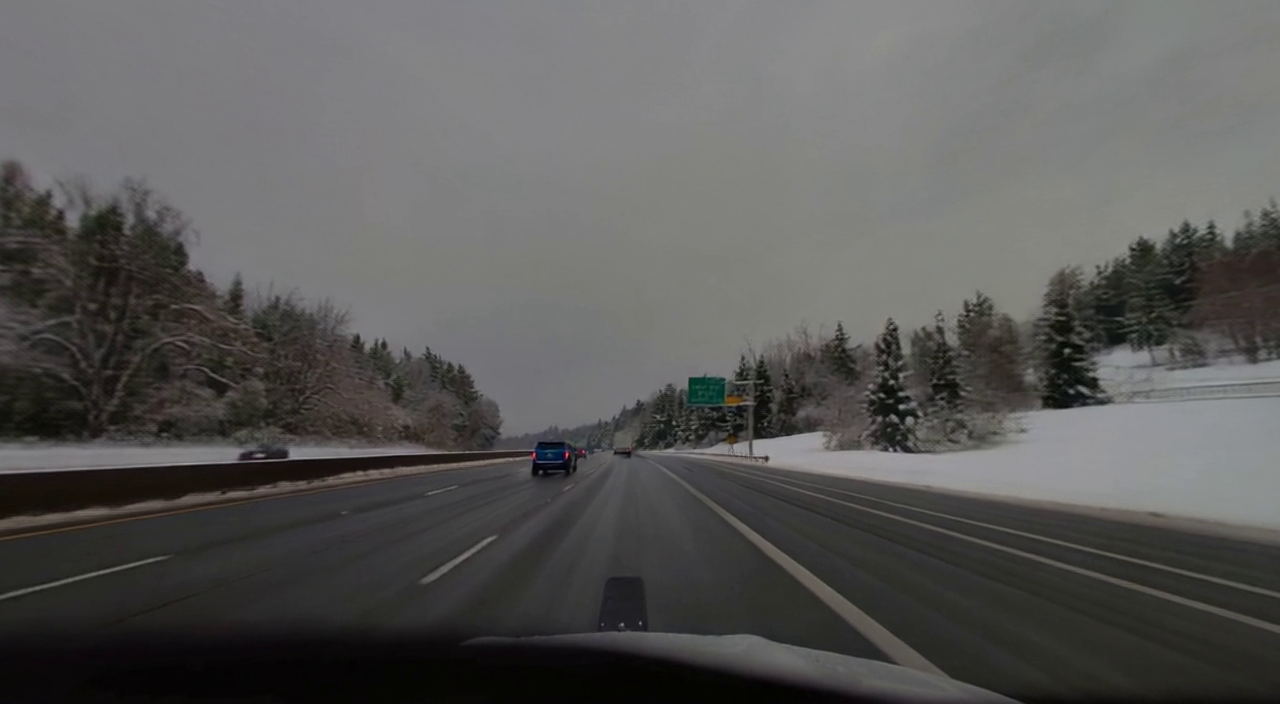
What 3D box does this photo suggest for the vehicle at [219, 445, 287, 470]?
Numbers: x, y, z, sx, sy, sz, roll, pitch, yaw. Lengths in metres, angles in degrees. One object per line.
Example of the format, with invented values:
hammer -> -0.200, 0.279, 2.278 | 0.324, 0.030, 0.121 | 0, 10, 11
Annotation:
vehicle -> -25.656, 6.979, 42.021 | 1.868, 1.559, 4.368 | 0, -8, -2

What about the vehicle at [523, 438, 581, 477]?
vehicle -> -4.104, 5.006, 30.224 | 2.162, 1.724, 4.537 | 0, -8, -1
